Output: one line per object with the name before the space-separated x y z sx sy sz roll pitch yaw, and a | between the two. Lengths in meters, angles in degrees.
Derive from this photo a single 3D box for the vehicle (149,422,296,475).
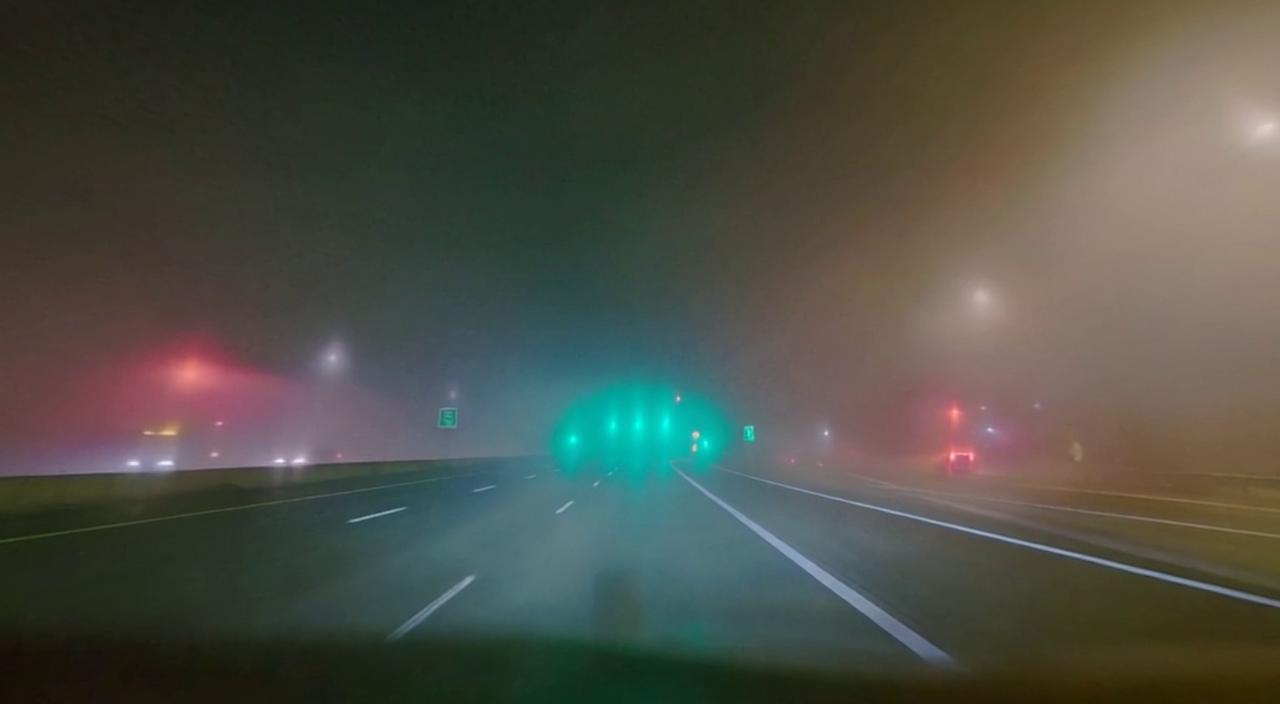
vehicle | -28.470 6.721 43.957 2.894 3.206 10.289 0 -9 2

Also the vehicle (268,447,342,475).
vehicle | -20.649 6.716 39.151 1.904 1.534 4.668 0 -8 2

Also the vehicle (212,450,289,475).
vehicle | -24.725 7.002 40.288 1.881 1.490 4.586 0 -8 1
